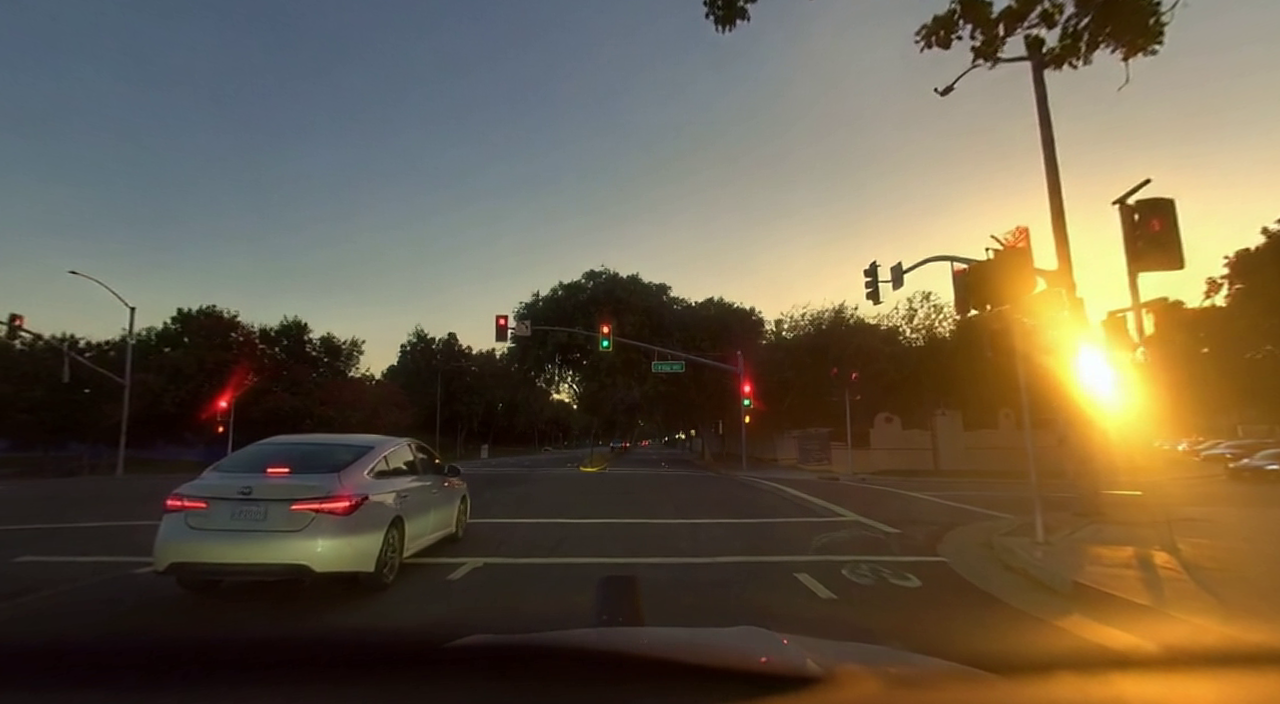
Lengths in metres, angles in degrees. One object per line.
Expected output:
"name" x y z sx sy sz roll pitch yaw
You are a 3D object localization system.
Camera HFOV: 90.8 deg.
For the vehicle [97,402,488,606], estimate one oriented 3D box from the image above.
"vehicle" -3.295 1.537 7.320 2.076 1.599 4.483 0 -8 -2
